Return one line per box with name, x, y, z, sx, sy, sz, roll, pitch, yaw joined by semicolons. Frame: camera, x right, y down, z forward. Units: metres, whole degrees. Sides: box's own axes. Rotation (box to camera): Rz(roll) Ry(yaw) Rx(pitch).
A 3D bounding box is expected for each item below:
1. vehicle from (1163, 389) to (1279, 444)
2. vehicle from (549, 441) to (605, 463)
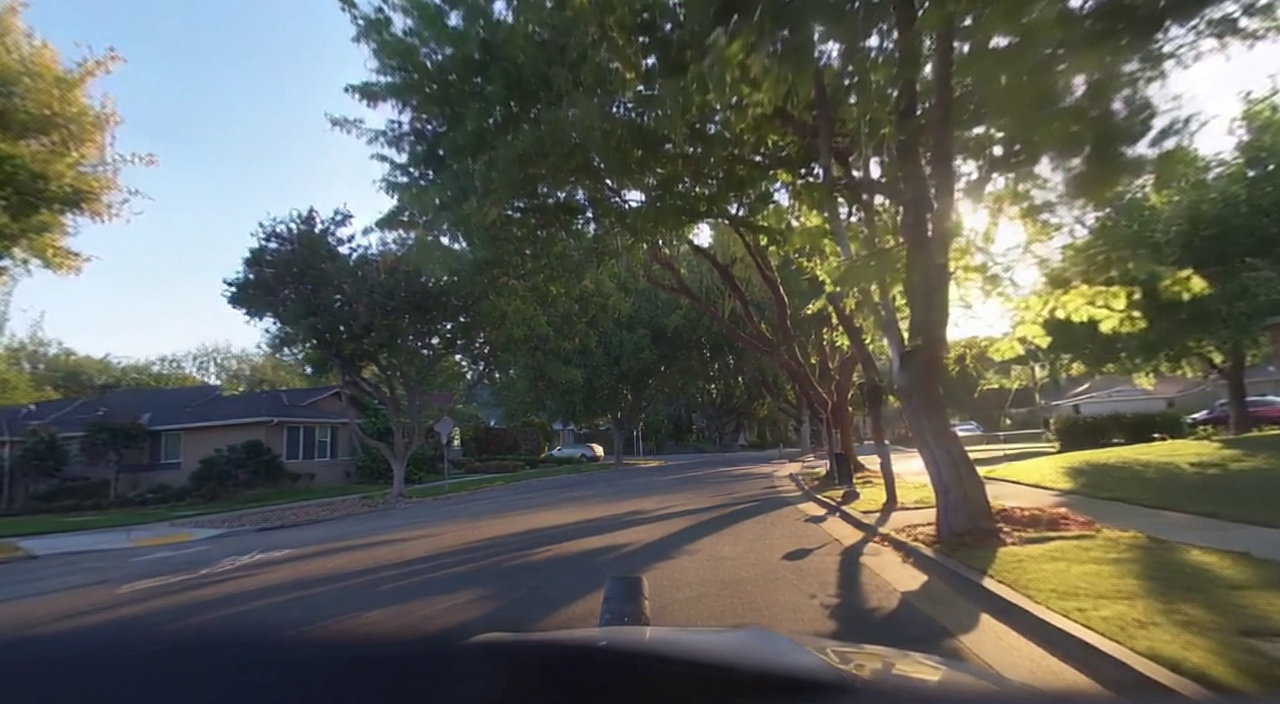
vehicle;18.869;2.073;19.777;1.806;1.481;4.671;-7;-10;14
vehicle;-4.918;7.862;49.624;4.252;1.681;1.854;1;-8;-5
